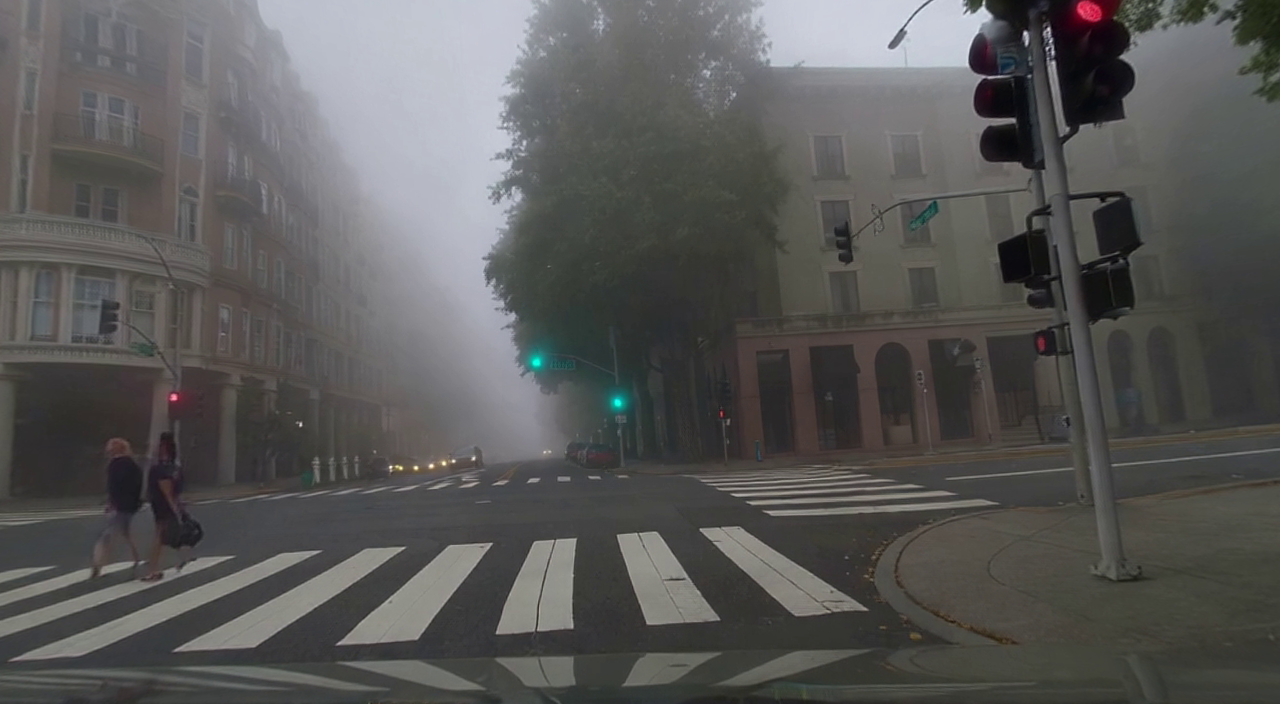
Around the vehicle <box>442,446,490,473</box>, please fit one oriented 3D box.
[{"bbox_3d":[-10.454,6.469,38.170,2.196,1.503,4.371,1,-8,-8],"label":"vehicle"}]
